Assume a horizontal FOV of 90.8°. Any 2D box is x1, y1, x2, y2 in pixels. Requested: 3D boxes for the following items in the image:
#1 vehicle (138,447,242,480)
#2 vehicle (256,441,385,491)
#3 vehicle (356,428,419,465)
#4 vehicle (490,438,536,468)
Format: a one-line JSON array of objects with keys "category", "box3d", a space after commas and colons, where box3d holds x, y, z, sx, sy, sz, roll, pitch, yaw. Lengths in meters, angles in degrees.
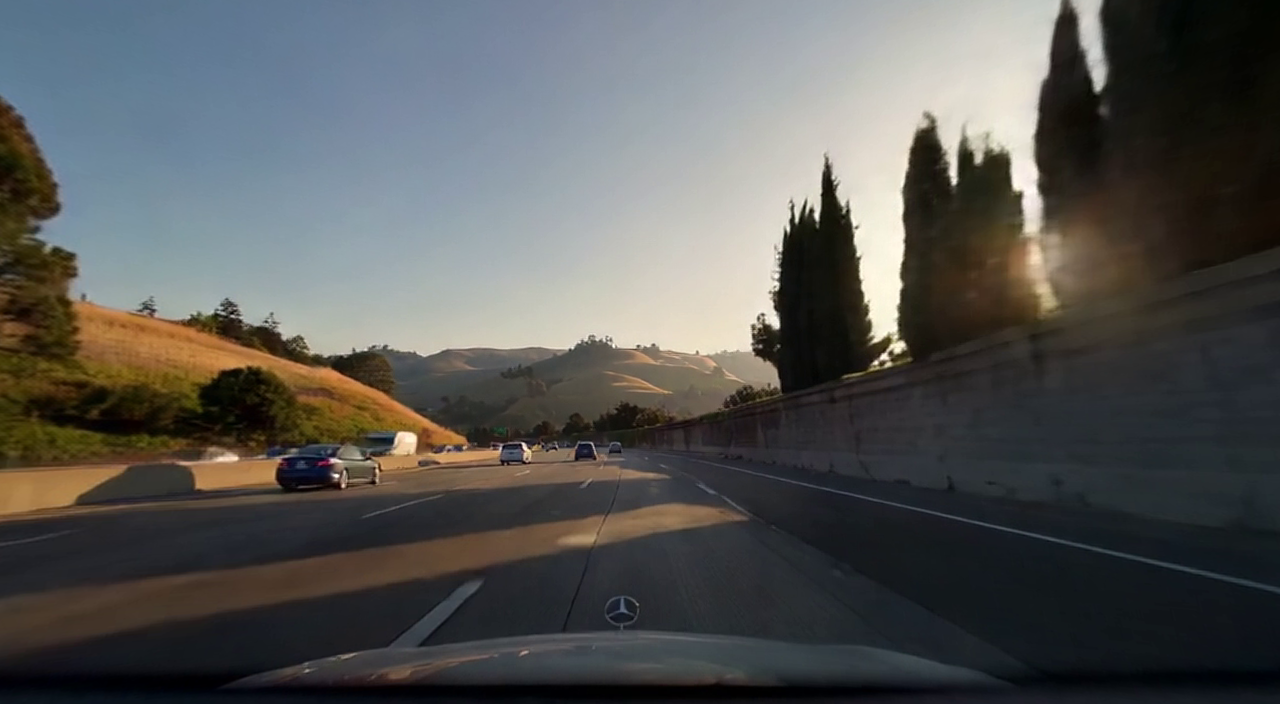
[{"category": "vehicle", "box3d": [-21.855, 5.396, 30.942, 1.863, 1.448, 4.393, 0, -8, -1]}, {"category": "vehicle", "box3d": [-10.571, 3.771, 21.399, 1.949, 1.475, 4.740, 0, -8, -1]}, {"category": "vehicle", "box3d": [-18.674, 7.037, 47.020, 2.308, 2.505, 5.849, 0, -8, -1]}, {"category": "vehicle", "box3d": [-8.079, 6.450, 40.624, 2.074, 1.768, 4.805, 0, -8, -1]}]
